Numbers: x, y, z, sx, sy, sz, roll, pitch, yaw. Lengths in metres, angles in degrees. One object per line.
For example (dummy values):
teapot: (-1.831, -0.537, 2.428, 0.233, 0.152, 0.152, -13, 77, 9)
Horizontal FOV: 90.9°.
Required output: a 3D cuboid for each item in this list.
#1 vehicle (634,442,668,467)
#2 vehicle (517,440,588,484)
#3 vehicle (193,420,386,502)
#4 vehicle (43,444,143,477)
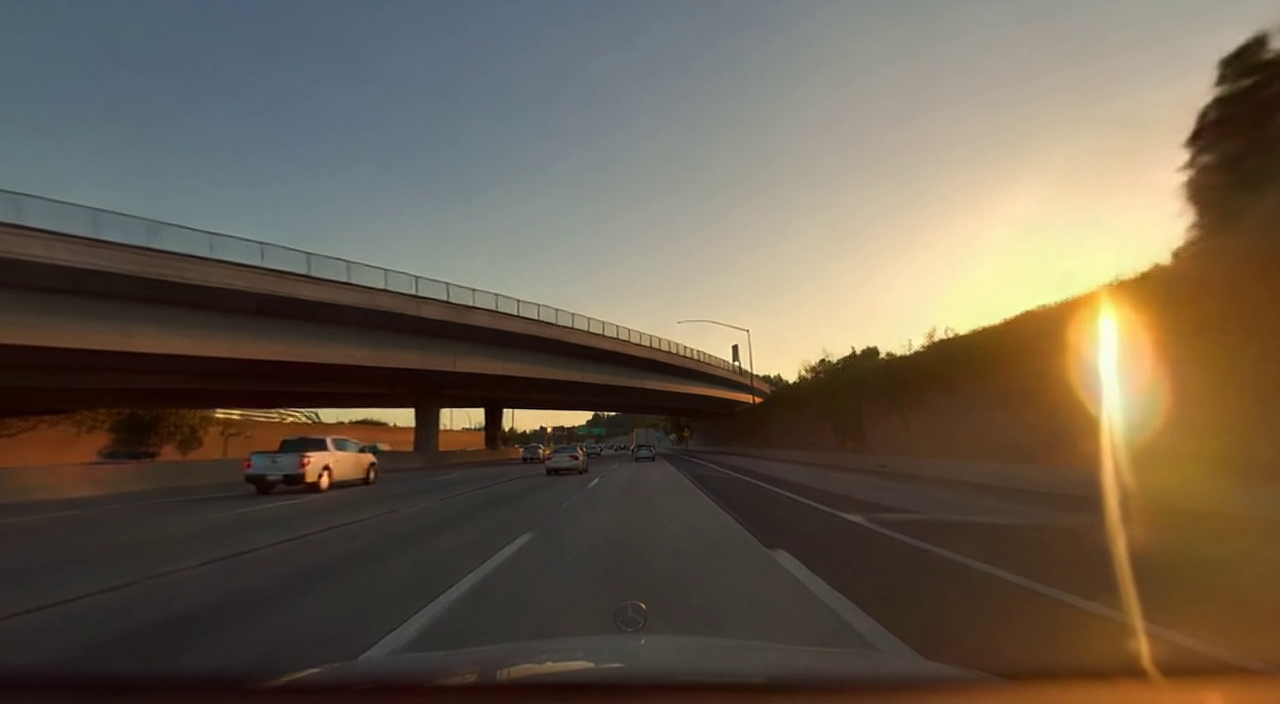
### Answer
vehicle: (0.642, 6.563, 40.670, 2.073, 1.480, 4.343, 0, -9, 0)
vehicle: (-3.210, 4.125, 23.948, 2.056, 1.480, 4.022, 0, -9, 1)
vehicle: (-9.940, 3.154, 18.724, 2.339, 2.018, 5.790, 0, -8, 1)
vehicle: (-25.467, 5.056, 29.513, 1.534, 1.418, 3.461, -1, -9, 1)
